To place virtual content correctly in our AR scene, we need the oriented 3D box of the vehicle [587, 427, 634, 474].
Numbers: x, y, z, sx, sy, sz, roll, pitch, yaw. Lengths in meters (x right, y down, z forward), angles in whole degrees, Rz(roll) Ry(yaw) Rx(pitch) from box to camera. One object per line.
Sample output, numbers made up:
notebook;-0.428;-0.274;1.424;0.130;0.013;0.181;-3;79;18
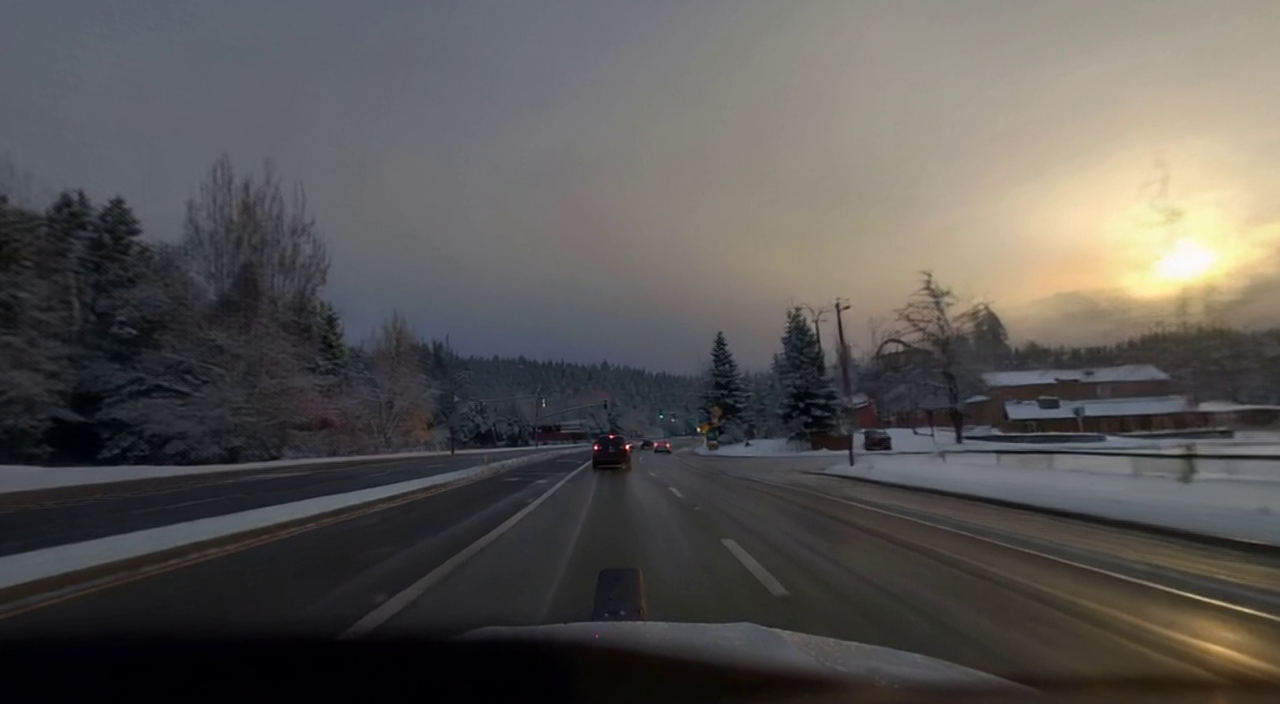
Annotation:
vehicle;-1.423;4.651;29.790;2.072;2.002;4.391;1;-8;-3
